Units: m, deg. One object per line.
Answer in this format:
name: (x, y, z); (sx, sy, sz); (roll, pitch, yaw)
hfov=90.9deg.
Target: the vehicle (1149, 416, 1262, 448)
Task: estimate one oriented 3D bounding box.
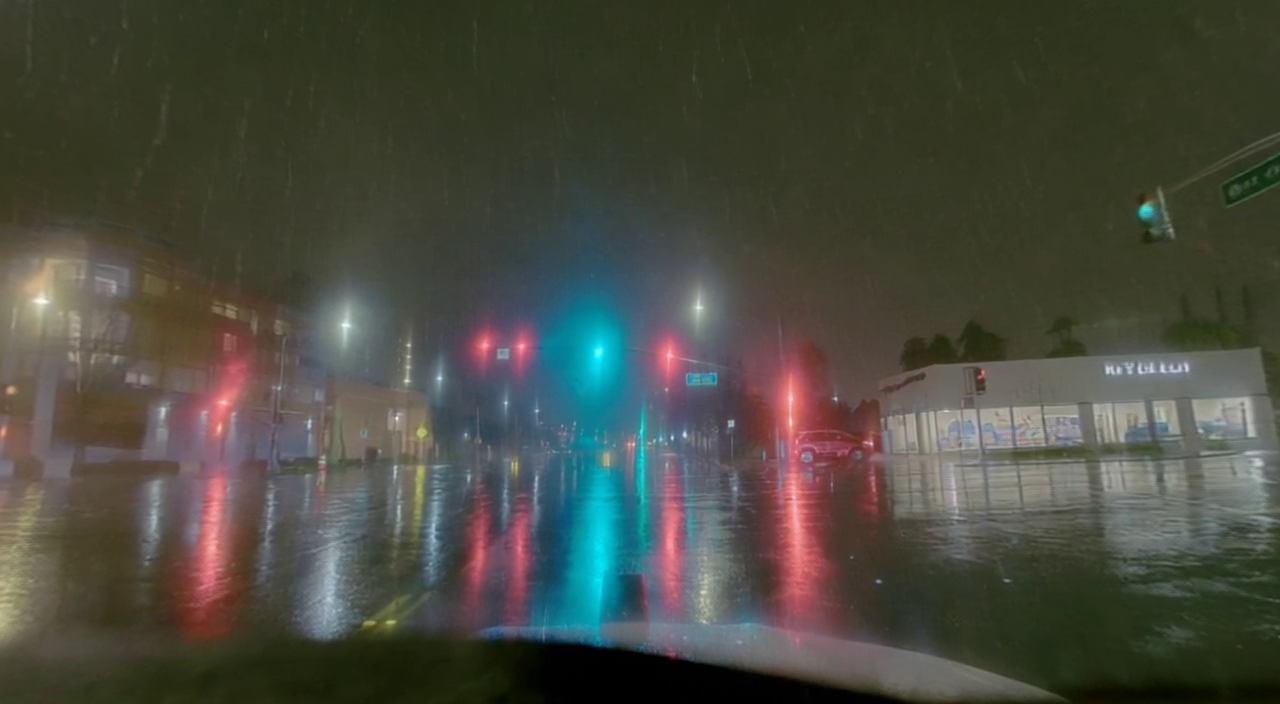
vehicle: (28.270, 4.070, 31.714); (1.799, 1.459, 4.266); (-1, -8, 3)
